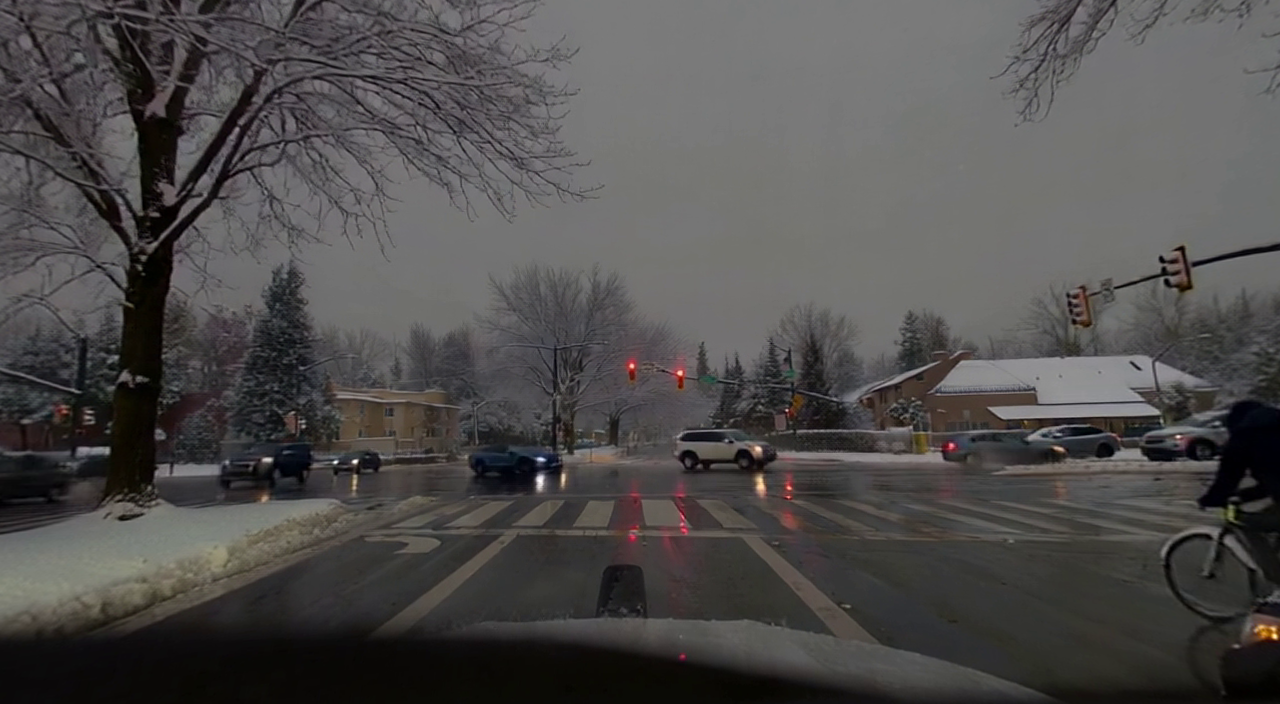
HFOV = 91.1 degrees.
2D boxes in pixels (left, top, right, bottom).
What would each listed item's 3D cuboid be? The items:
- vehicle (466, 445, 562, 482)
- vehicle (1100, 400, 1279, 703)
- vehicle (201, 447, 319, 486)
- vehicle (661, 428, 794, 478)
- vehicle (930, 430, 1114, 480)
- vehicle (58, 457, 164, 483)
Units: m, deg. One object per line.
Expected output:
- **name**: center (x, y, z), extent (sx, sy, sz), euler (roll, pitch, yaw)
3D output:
- **vehicle**: center (-4.991, 4.313, 24.593), extent (1.921, 1.304, 4.050), euler (7, -11, -40)
- **vehicle**: center (3.090, 0.672, 0.566), extent (1.990, 1.454, 4.490), euler (0, -8, 1)
- **vehicle**: center (-15.504, 4.654, 25.948), extent (1.981, 1.438, 4.607), euler (0, -8, 0)
- **vehicle**: center (3.543, 4.145, 26.023), extent (4.958, 1.842, 2.276), euler (-7, -11, 39)
- **vehicle**: center (12.643, 3.465, 21.251), extent (5.017, 1.515, 2.006), euler (-4, -9, 23)
- **vehicle**: center (-32.573, 7.233, 38.773), extent (2.074, 1.429, 4.532), euler (-6, -10, 36)
